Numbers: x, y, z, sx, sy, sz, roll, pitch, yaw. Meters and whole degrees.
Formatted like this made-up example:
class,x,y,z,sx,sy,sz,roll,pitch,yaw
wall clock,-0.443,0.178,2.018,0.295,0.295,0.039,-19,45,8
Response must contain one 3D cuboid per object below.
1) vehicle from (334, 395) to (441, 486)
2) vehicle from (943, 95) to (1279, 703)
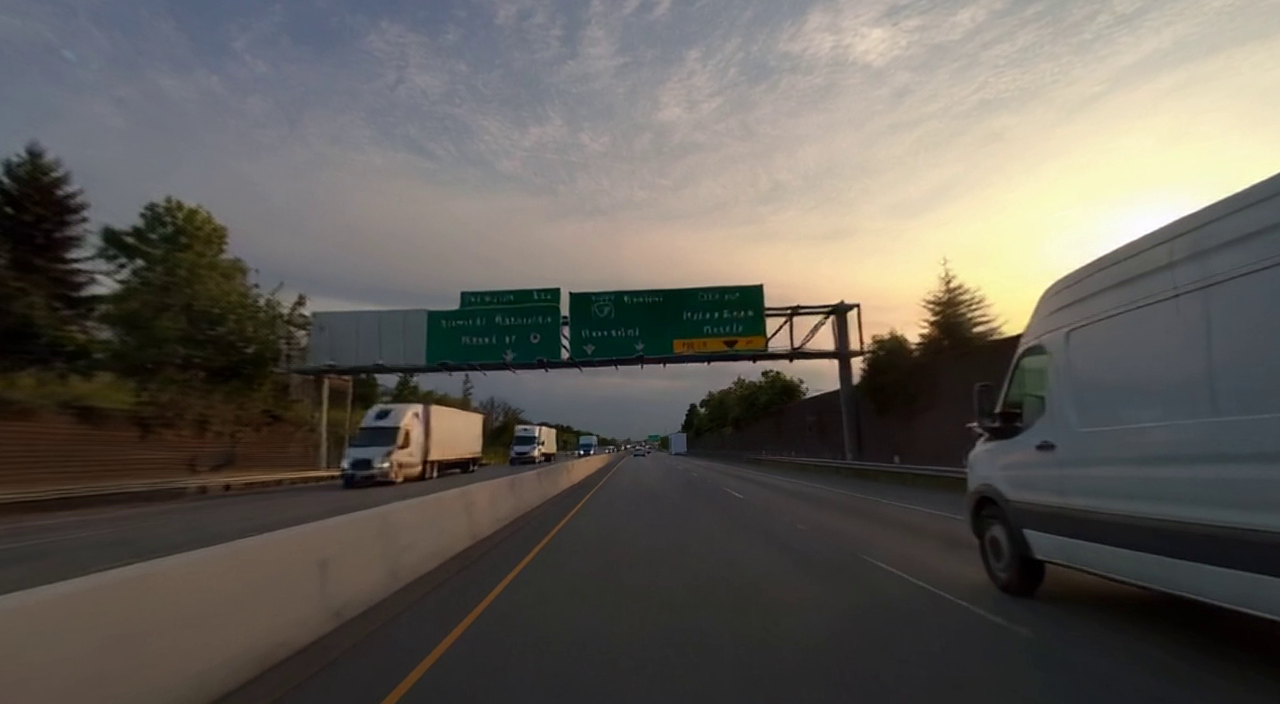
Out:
class,x,y,z,sx,sy,sz,roll,pitch,yaw
vehicle,-12.904,4.656,32.824,3.096,4.310,5.698,0,-9,0
vehicle,4.057,0.180,2.077,2.449,2.805,6.763,0,-9,-2
